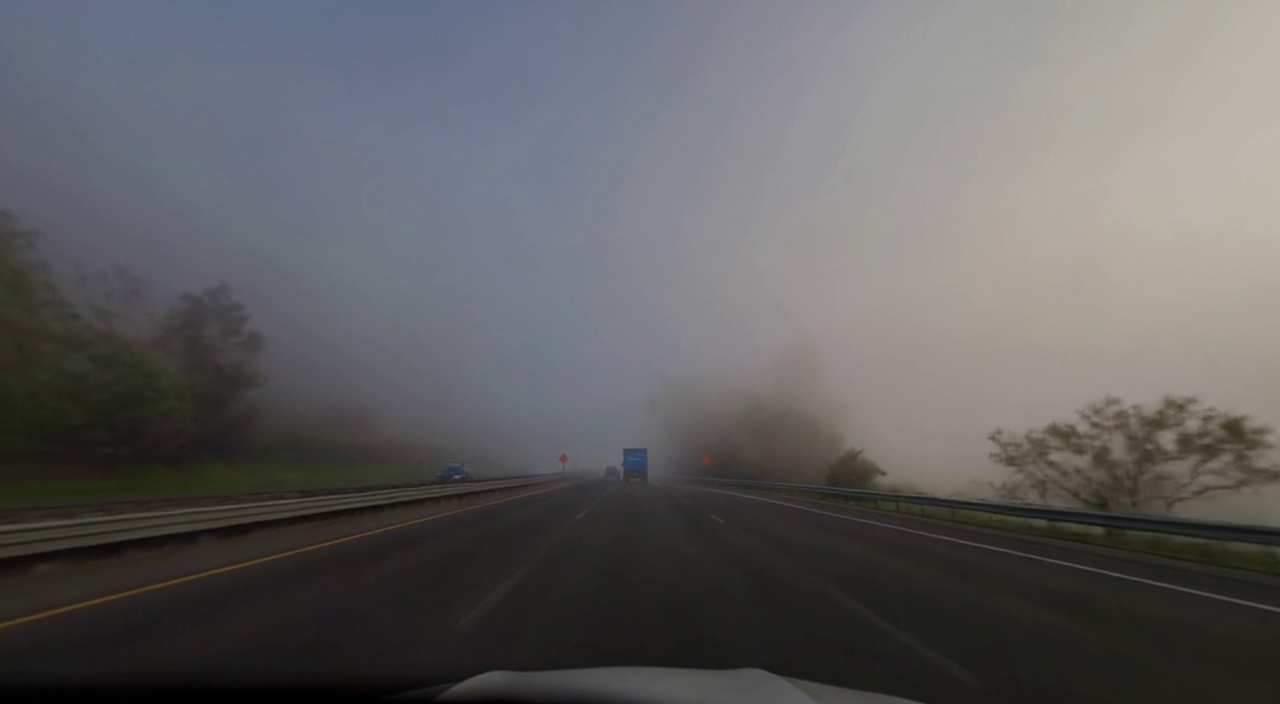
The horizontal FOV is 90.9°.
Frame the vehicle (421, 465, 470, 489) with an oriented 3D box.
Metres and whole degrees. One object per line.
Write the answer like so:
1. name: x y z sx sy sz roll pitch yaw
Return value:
1. vehicle: -13.131 8.464 42.778 2.061 1.529 3.742 1 -11 1
